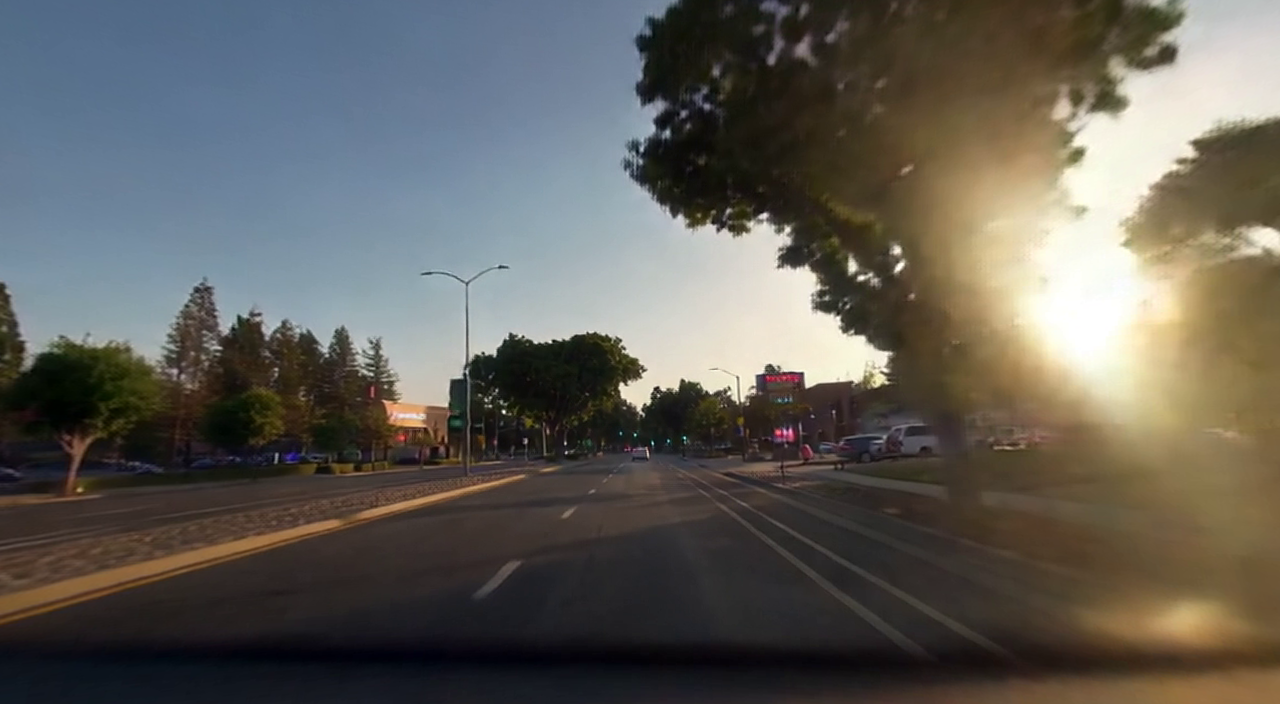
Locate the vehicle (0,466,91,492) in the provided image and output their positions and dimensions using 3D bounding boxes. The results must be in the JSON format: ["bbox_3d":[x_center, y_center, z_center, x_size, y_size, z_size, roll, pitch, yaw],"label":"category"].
[{"bbox_3d":[-36.982,7.856,39.187,4.104,1.470,1.828,0,-8,1],"label":"vehicle"}]

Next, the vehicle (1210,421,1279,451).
[{"bbox_3d":[33.196,4.490,33.761,1.780,1.456,4.390,-6,-10,8],"label":"vehicle"}]

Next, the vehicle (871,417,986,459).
[{"bbox_3d":[13.801,4.159,30.386,4.514,1.929,1.991,0,-8,-4],"label":"vehicle"}]
